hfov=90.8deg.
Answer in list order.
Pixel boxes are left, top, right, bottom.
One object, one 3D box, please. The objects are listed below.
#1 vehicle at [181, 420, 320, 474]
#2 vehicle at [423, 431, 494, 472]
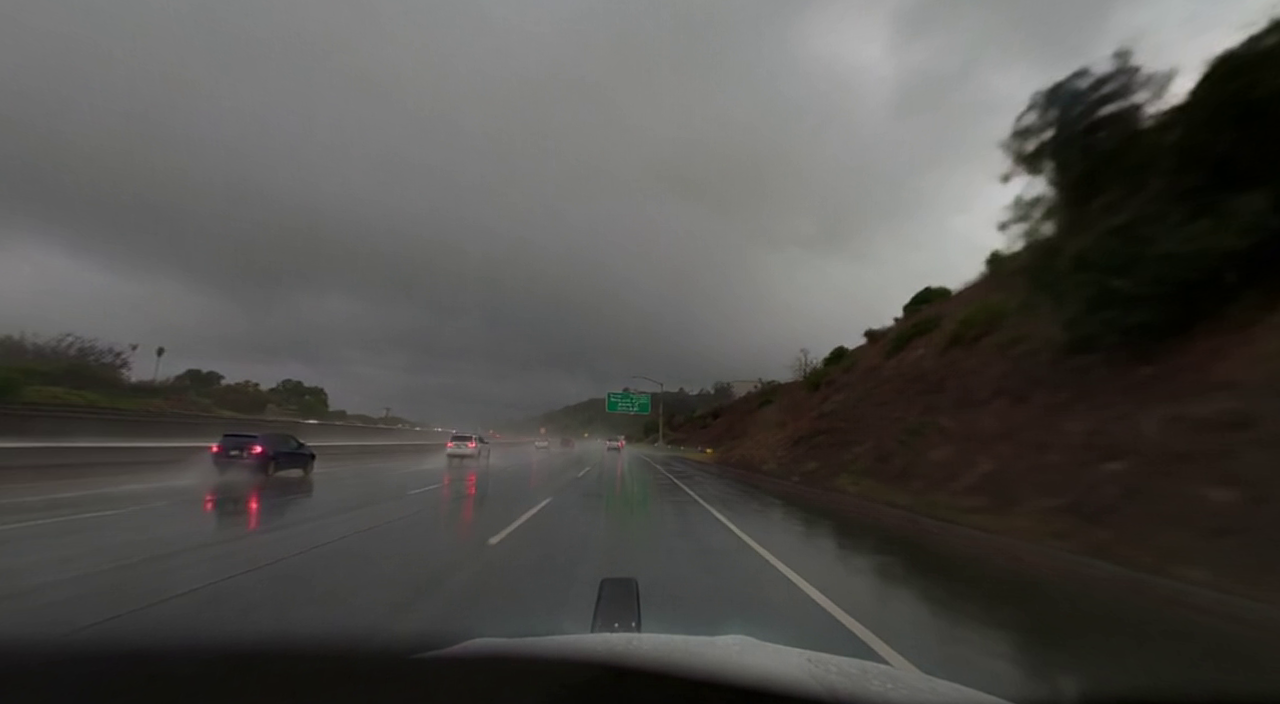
[{"bbox_3d":[-15.646,3.876,25.864,2.240,1.953,5.452,1,-8,-1],"label":"vehicle"},{"bbox_3d":[-8.353,4.636,29.547,2.104,1.715,4.319,1,-8,-1],"label":"vehicle"}]
